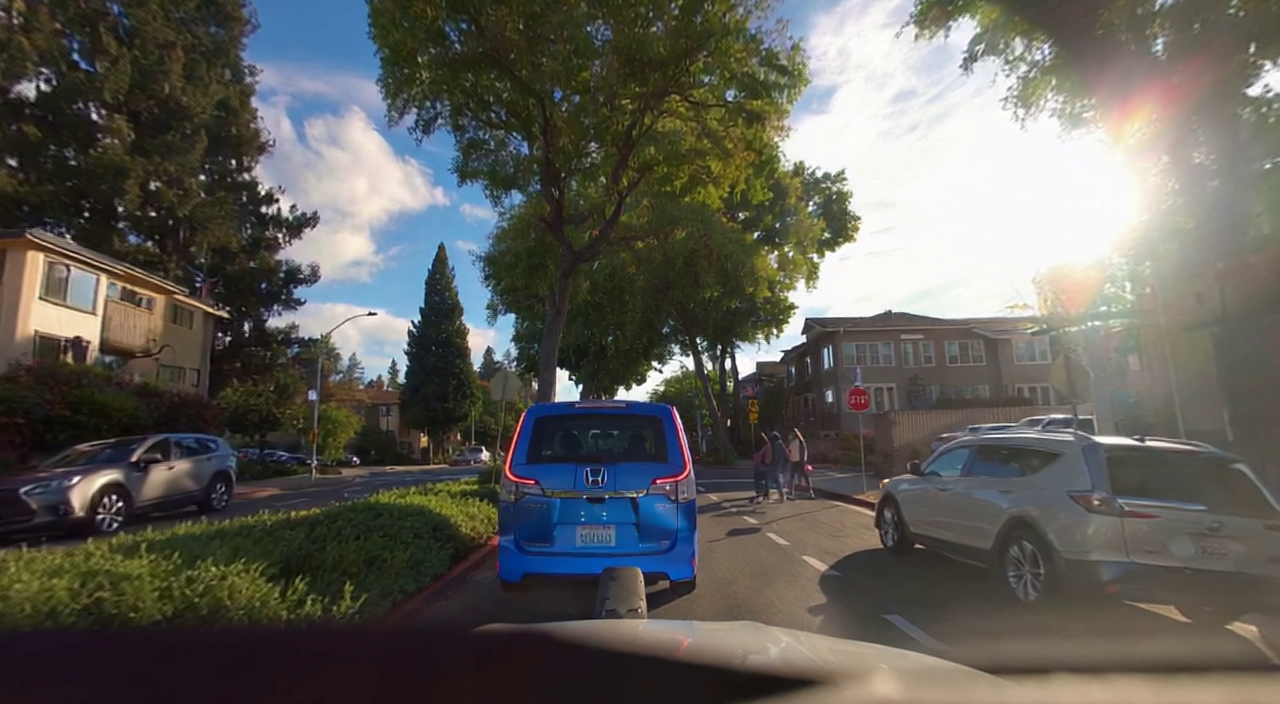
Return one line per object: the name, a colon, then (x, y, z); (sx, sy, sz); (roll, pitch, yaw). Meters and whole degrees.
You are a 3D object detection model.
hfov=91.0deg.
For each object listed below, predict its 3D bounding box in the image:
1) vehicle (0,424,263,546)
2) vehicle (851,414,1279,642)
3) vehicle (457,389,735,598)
vehicle: (-8.297, 1.993, 10.188); (1.825, 1.532, 4.083); (-3, -7, 1)
vehicle: (4.214, 1.665, 7.054); (1.959, 1.581, 4.731); (4, -9, -2)
vehicle: (-0.397, 1.563, 7.817); (2.377, 1.787, 4.652); (0, -8, -1)
